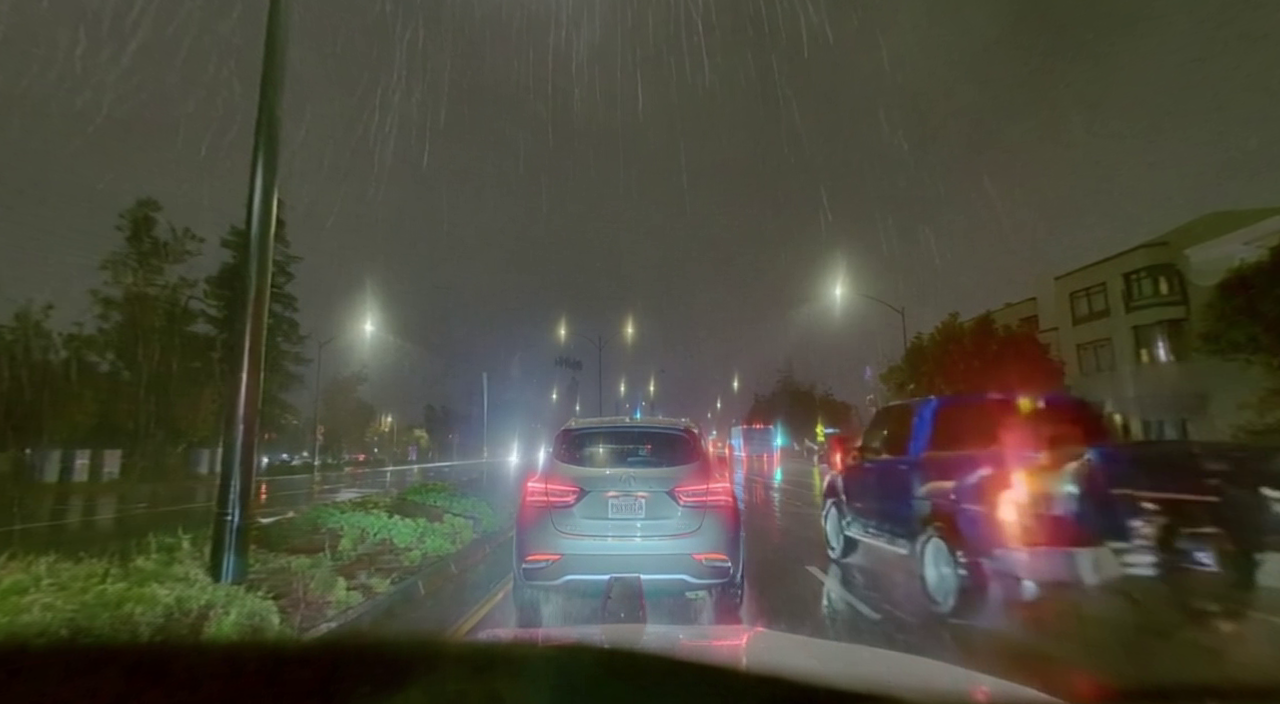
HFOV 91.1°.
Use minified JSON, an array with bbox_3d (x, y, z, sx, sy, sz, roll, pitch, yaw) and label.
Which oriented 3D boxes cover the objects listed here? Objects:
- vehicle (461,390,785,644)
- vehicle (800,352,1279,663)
[{"bbox_3d":[-0.161,1.407,6.327,2.172,1.694,4.055,0,-8,-2],"label":"vehicle"},{"bbox_3d":[3.613,1.356,6.680,2.388,1.932,5.410,0,-8,0],"label":"vehicle"}]
